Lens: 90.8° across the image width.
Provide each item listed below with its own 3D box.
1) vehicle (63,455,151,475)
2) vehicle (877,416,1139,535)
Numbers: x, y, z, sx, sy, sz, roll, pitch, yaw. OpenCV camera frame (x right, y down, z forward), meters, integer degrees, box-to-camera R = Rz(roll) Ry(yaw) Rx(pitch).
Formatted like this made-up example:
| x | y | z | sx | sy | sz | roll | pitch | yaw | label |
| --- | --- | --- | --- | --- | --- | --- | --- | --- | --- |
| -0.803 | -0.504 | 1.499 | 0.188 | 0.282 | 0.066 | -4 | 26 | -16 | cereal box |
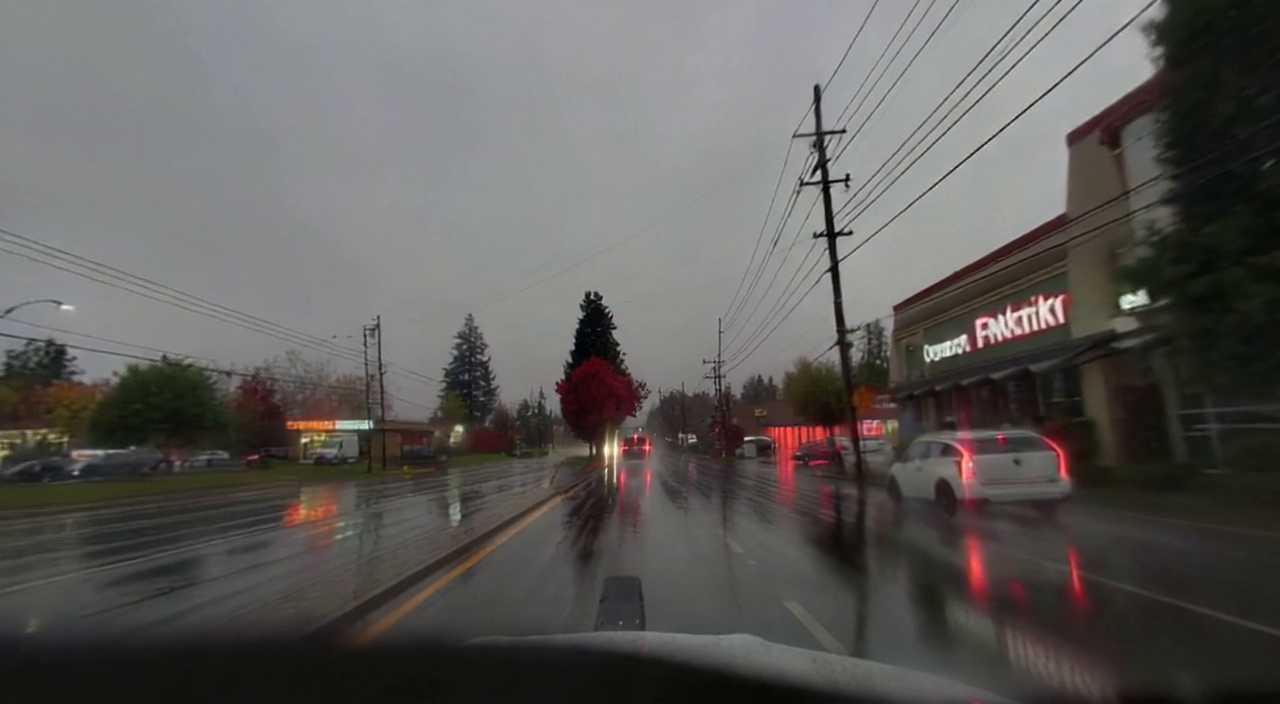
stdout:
| x | y | z | sx | sy | sz | roll | pitch | yaw | label |
| --- | --- | --- | --- | --- | --- | --- | --- | --- | --- |
| -40.775 | 8.626 | 48.448 | 4.692 | 1.445 | 1.922 | 1 | -9 | -10 | vehicle |
| 6.230 | 2.141 | 11.513 | 1.995 | 1.705 | 4.434 | 0 | -9 | -1 | vehicle |
